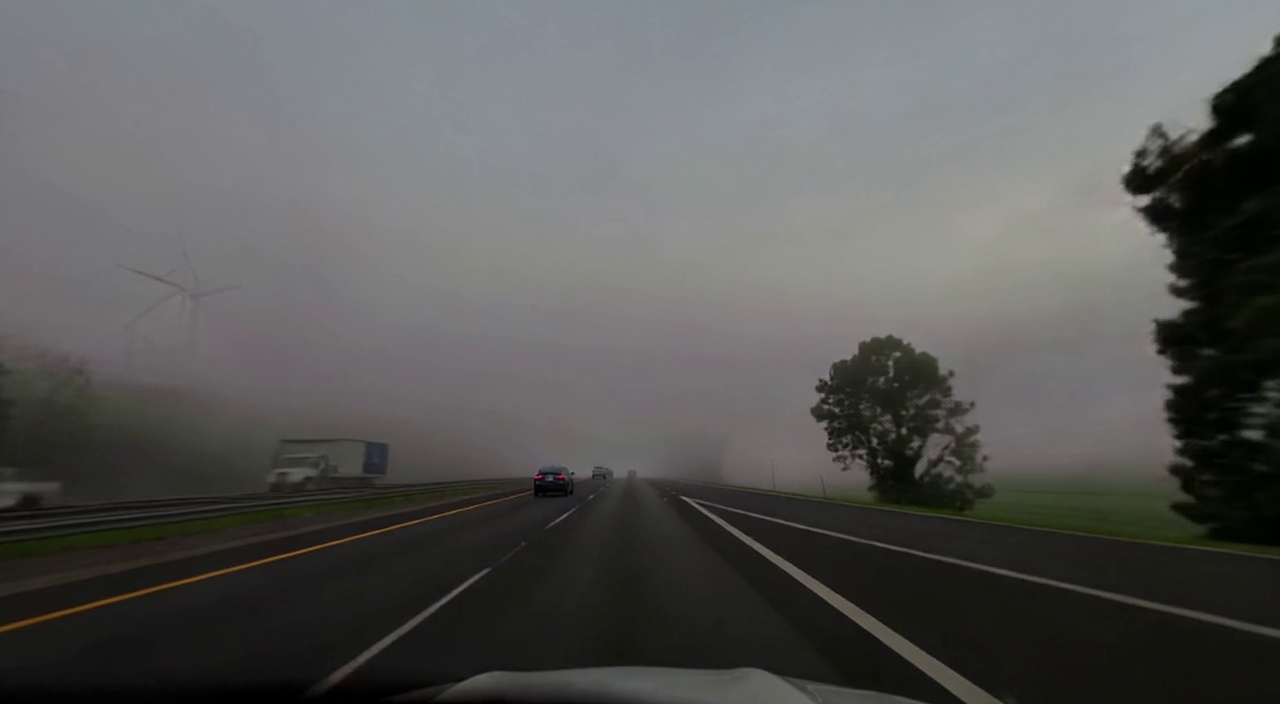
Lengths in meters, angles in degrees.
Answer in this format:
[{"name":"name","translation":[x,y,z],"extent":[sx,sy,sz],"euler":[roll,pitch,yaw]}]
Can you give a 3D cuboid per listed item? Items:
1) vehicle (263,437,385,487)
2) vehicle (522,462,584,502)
[{"name":"vehicle","translation":[-16.916,6.060,34.403],"extent":[2.631,2.373,7.899],"euler":[1,-11,-1]},{"name":"vehicle","translation":[-3.564,5.394,26.354],"extent":[2.001,1.486,4.104],"euler":[1,-11,0]}]
